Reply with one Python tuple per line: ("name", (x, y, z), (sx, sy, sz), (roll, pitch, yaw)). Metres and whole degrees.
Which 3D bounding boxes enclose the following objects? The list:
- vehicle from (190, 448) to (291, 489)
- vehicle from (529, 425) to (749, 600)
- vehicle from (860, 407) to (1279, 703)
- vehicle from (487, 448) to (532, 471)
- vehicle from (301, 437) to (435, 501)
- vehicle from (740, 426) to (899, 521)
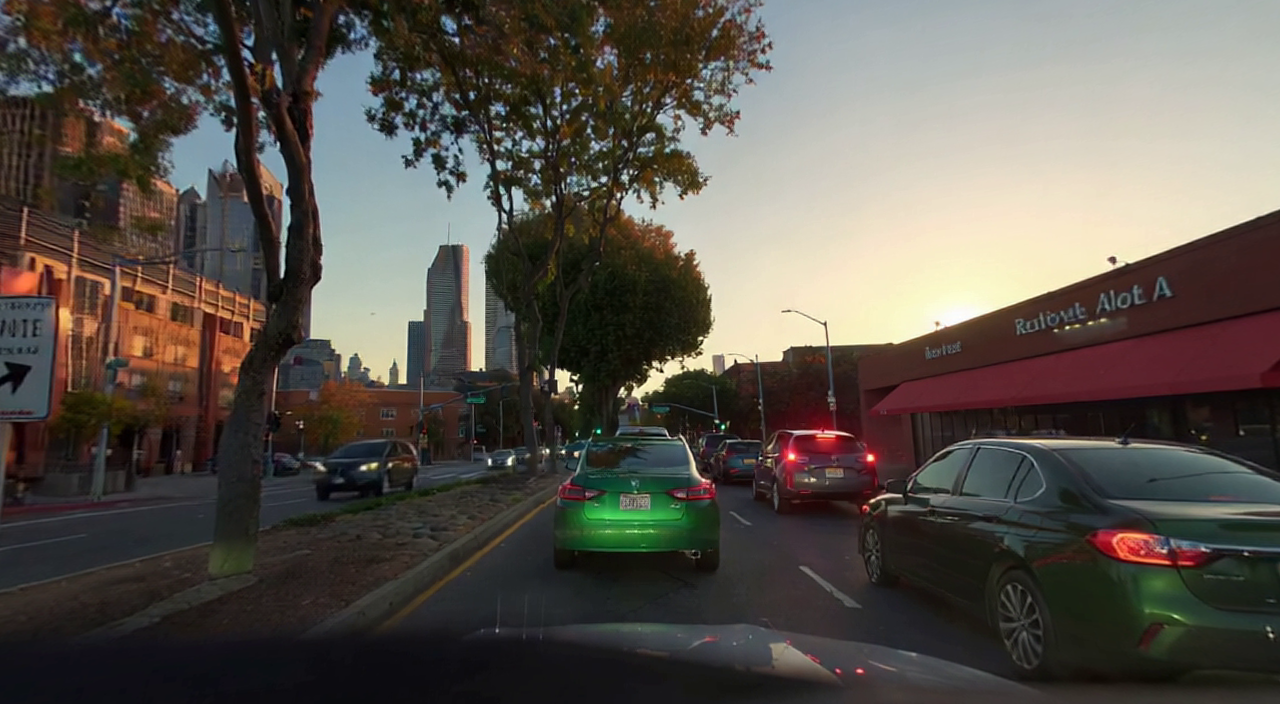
("vehicle", (-18.663, 5.395, 29.510), (4.329, 1.773, 2.072), (-5, -10, 30))
("vehicle", (-0.023, 1.660, 7.294), (1.887, 1.487, 3.535), (0, -9, 0))
("vehicle", (3.312, 1.259, 4.485), (1.988, 1.480, 4.195), (0, -9, 0))
("vehicle", (-8.392, 6.940, 40.987), (1.850, 1.417, 4.321), (-1, -9, 1))
("vehicle", (-8.085, 3.487, 19.302), (2.079, 1.695, 4.374), (0, -9, 1))
("vehicle", (3.537, 2.483, 13.424), (2.025, 1.660, 4.263), (0, -9, -1))
